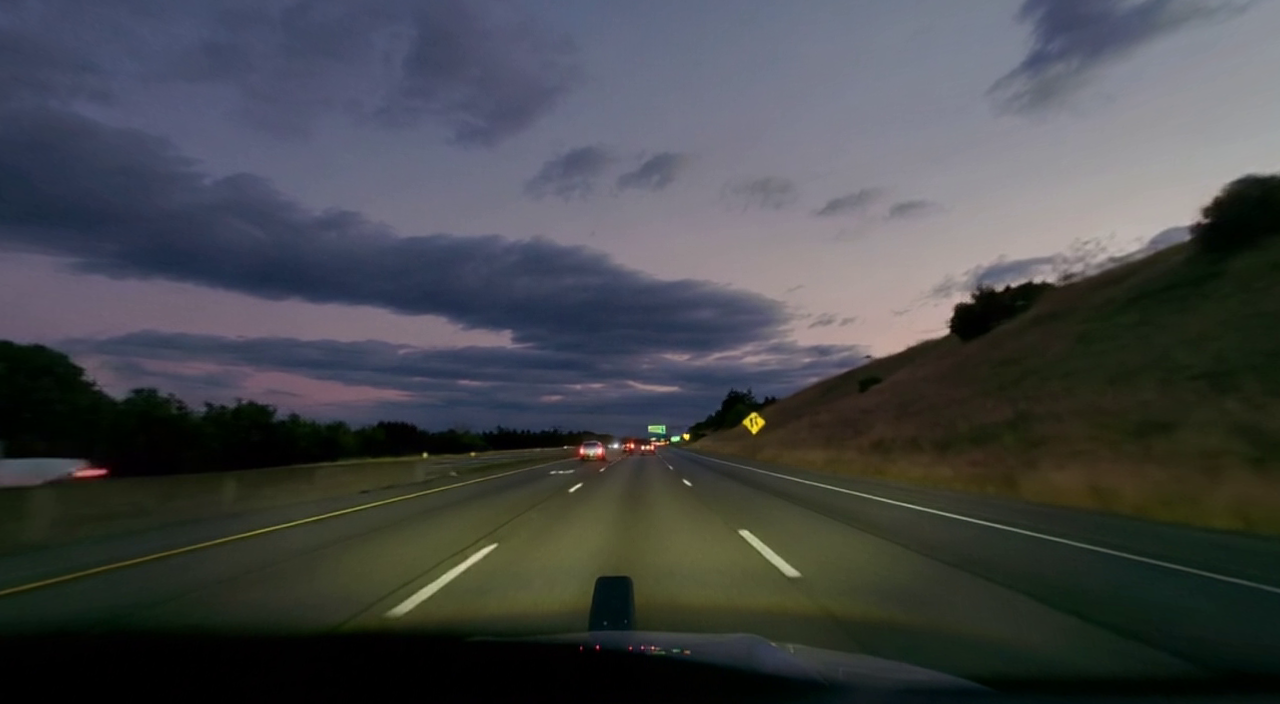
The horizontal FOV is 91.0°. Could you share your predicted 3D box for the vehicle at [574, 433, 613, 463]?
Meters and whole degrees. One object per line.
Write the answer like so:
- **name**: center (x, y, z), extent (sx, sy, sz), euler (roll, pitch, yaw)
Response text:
- **vehicle**: center (-3.241, 6.825, 44.716), extent (2.286, 2.011, 4.452), euler (0, -8, 2)
